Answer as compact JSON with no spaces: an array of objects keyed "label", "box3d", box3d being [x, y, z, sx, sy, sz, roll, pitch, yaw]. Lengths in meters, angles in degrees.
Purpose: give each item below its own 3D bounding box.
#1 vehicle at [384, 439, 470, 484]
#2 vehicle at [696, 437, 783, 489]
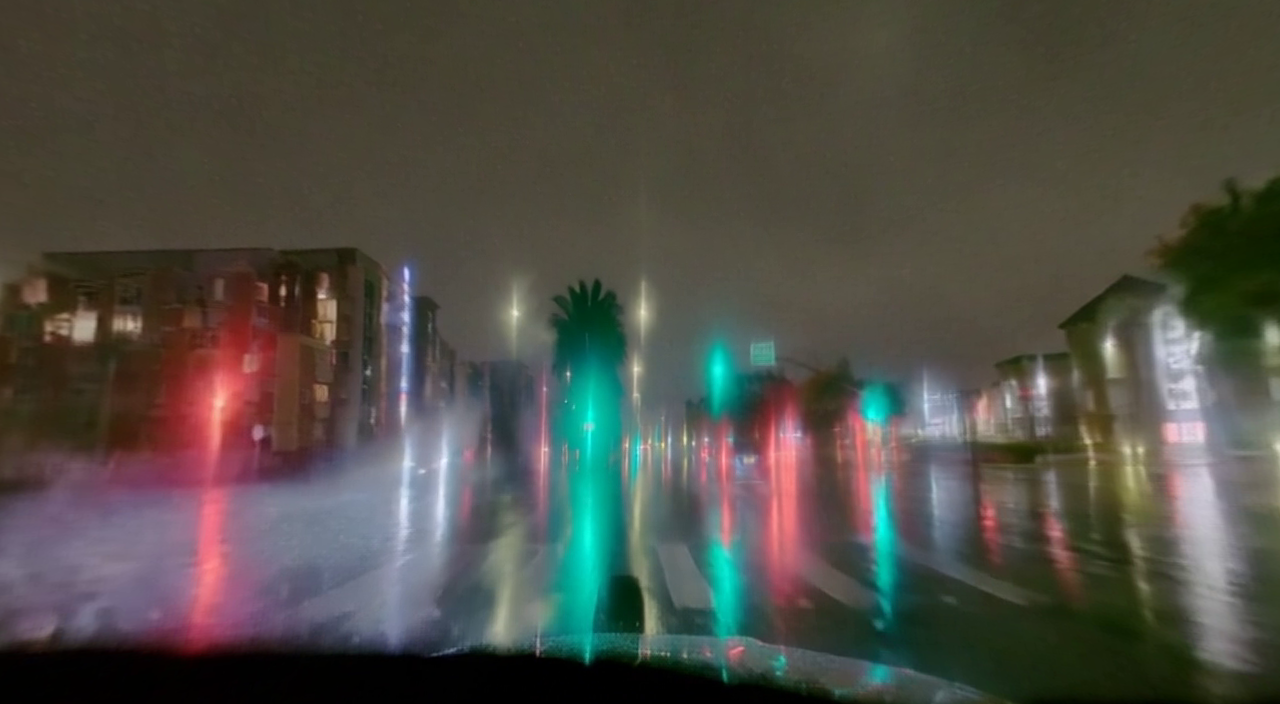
[{"label":"vehicle","box3d":[-8.784,4.522,26.488,2.010,1.718,4.443,0,-8,0]},{"label":"vehicle","box3d":[3.014,3.477,20.172,1.964,1.448,4.295,0,-8,-2]}]
